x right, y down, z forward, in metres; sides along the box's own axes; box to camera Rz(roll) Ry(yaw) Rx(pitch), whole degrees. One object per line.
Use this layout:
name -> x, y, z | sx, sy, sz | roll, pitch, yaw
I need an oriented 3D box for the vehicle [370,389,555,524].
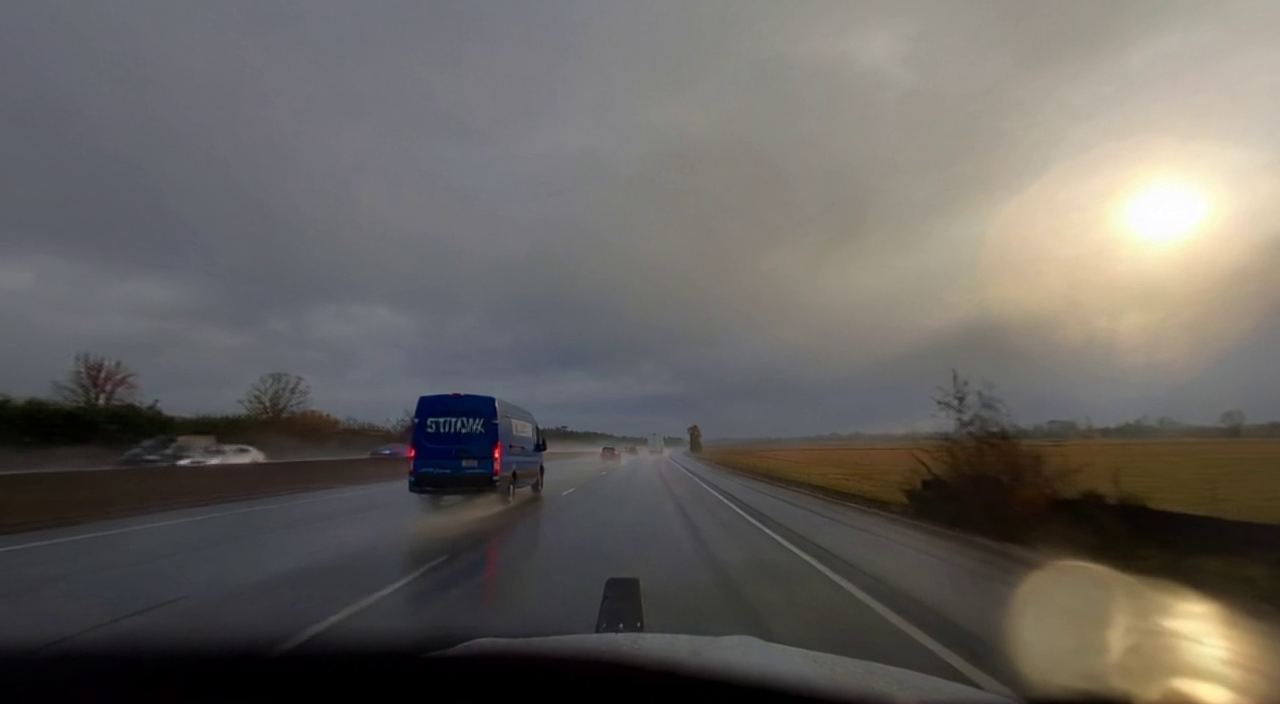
vehicle -> -3.484, 2.226, 13.780 | 2.360, 2.367, 5.223 | 0, -9, 2
